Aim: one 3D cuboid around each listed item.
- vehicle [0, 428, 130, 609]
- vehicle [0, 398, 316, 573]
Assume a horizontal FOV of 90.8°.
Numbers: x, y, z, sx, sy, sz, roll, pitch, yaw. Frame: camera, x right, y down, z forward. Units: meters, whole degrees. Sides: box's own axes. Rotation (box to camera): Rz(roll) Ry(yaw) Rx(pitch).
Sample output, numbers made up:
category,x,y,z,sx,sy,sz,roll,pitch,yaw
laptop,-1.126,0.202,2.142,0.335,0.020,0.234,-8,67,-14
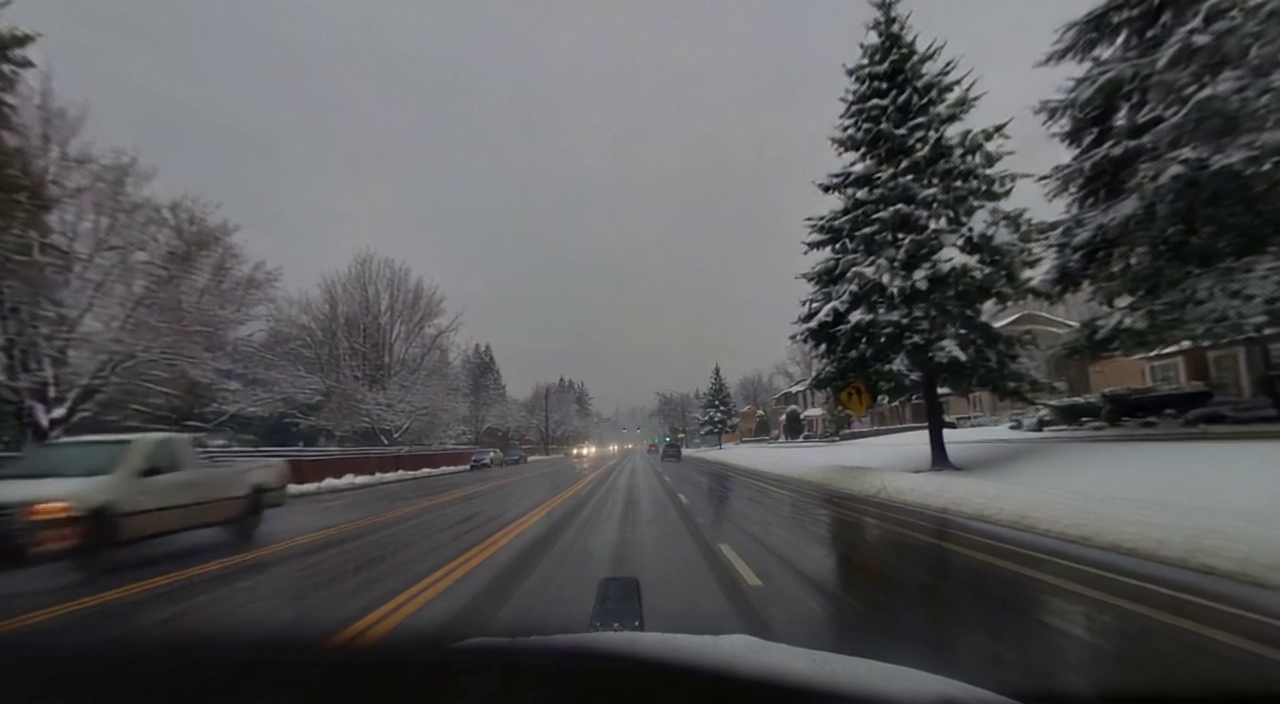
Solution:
category,x,y,z,sx,sy,sz,roll,pitch,yaw
vehicle,-6.926,1.410,4.952,1.944,1.655,4.607,0,-9,1
vehicle,-6.881,1.876,9.441,2.137,2.095,3.415,0,-9,1
